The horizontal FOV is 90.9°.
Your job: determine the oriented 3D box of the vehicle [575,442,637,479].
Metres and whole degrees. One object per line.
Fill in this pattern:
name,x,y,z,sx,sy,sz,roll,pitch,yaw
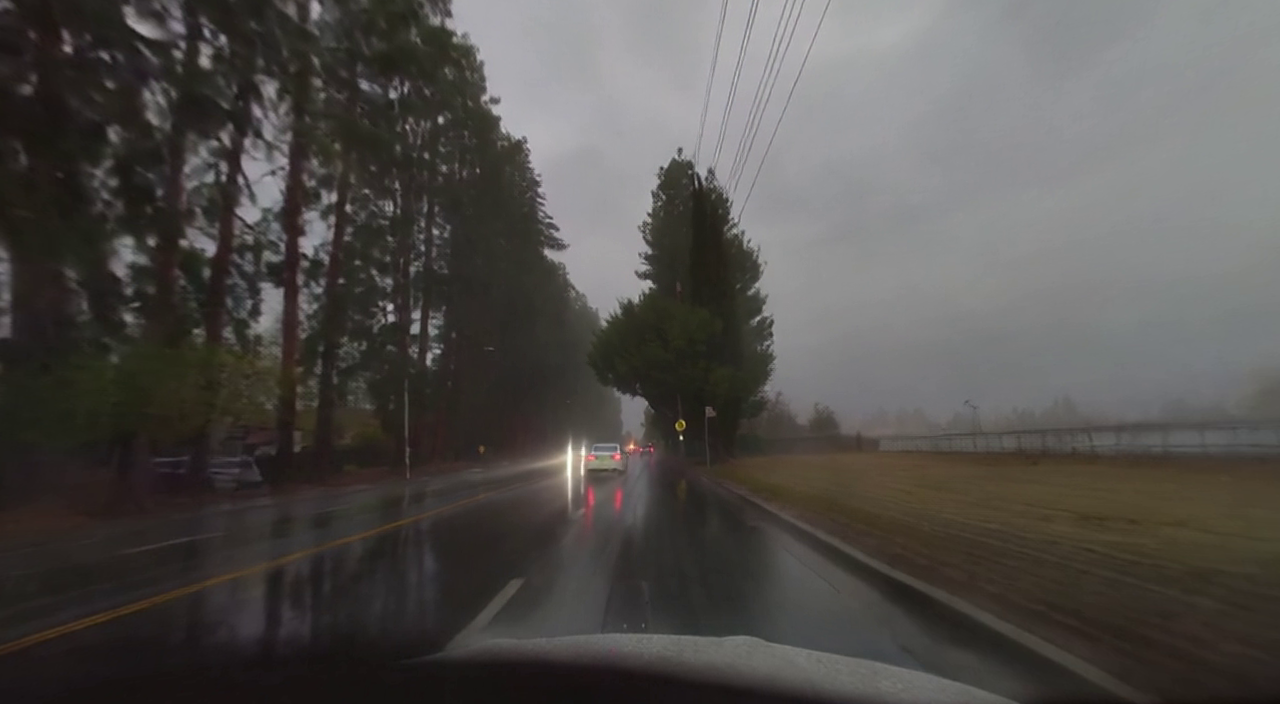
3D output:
vehicle,-1.361,4.624,27.059,2.153,1.461,4.374,-1,-9,3

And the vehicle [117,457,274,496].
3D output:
vehicle,-18.053,5.070,25.781,4.916,1.474,2.008,0,-9,1
